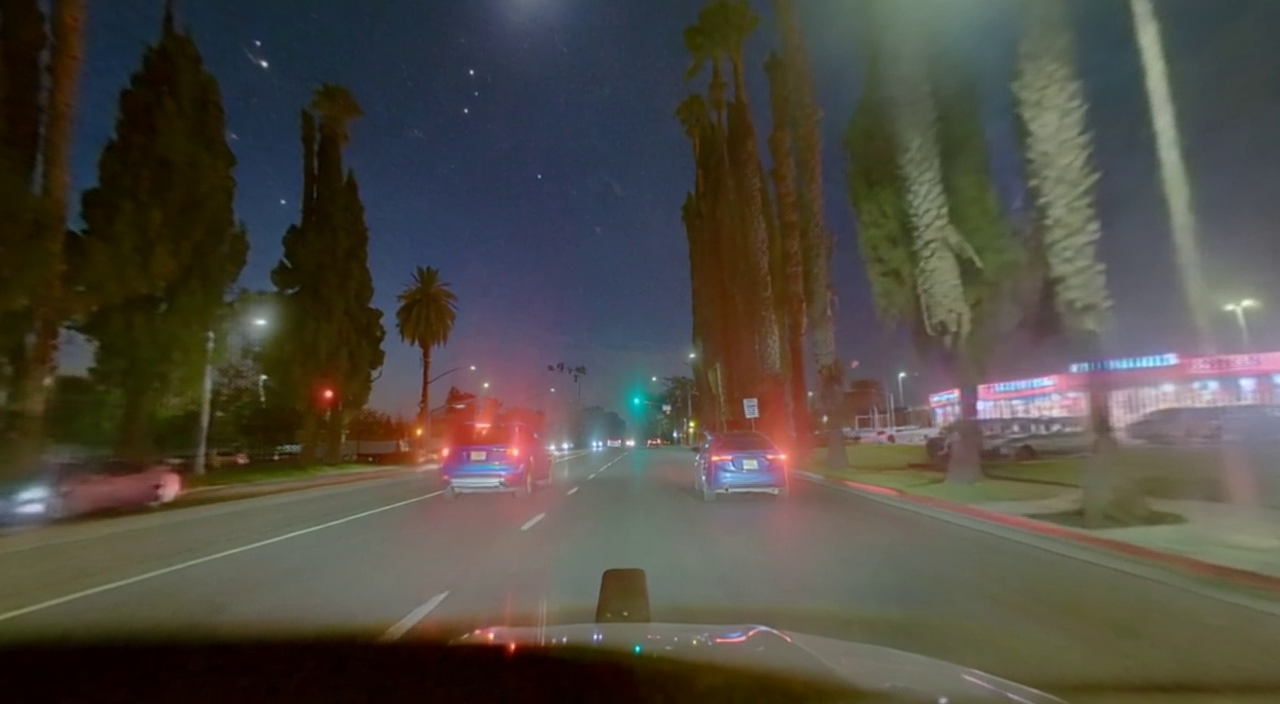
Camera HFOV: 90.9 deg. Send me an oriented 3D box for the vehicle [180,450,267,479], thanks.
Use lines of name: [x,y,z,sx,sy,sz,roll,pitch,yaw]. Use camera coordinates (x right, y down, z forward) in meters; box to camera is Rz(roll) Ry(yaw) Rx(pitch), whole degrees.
vehicle: [-26.755,7.210,40.553,4.343,1.452,2.097,4,-11,-43]

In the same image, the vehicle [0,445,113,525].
vehicle: [-14.245,2.831,13.485,1.942,1.645,4.538,0,-8,0]

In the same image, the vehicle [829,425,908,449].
vehicle: [15.003,5.657,41.657,4.680,1.506,2.017,-3,-9,14]

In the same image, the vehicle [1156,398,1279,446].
vehicle: [26.662,3.170,28.301,5.306,2.010,2.234,1,-8,-8]

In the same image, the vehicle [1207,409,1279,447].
vehicle: [25.744,3.097,25.494,3.833,1.455,1.927,1,-8,-6]

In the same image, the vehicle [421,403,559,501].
vehicle: [-3.378,2.387,15.282,2.152,1.987,4.527,0,-8,1]

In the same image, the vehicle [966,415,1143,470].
vehicle: [11.795,2.608,18.161,1.874,1.386,3.745,6,-10,-36]

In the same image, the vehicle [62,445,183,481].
vehicle: [-26.910,5.739,32.910,4.667,1.680,2.082,7,-11,-40]

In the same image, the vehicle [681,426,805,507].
vehicle: [2.044,2.443,13.928,1.919,1.472,4.470,0,-8,-1]
